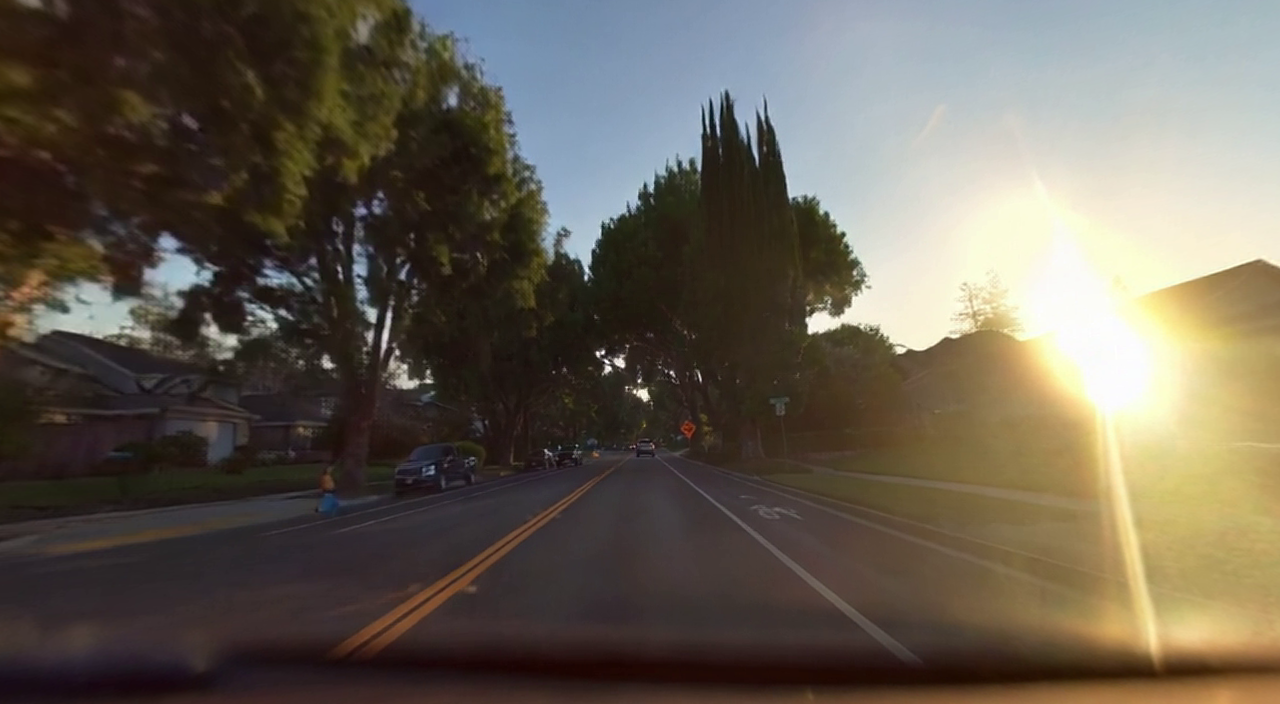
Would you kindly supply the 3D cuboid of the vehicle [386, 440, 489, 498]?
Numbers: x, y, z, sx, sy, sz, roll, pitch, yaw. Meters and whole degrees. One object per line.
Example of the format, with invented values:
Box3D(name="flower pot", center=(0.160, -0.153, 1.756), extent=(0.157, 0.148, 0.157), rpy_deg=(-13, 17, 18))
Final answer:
Box3D(name="vehicle", center=(-8.227, 4.745, 26.351), extent=(2.422, 1.855, 6.165), rpy_deg=(-4, -7, -2))
